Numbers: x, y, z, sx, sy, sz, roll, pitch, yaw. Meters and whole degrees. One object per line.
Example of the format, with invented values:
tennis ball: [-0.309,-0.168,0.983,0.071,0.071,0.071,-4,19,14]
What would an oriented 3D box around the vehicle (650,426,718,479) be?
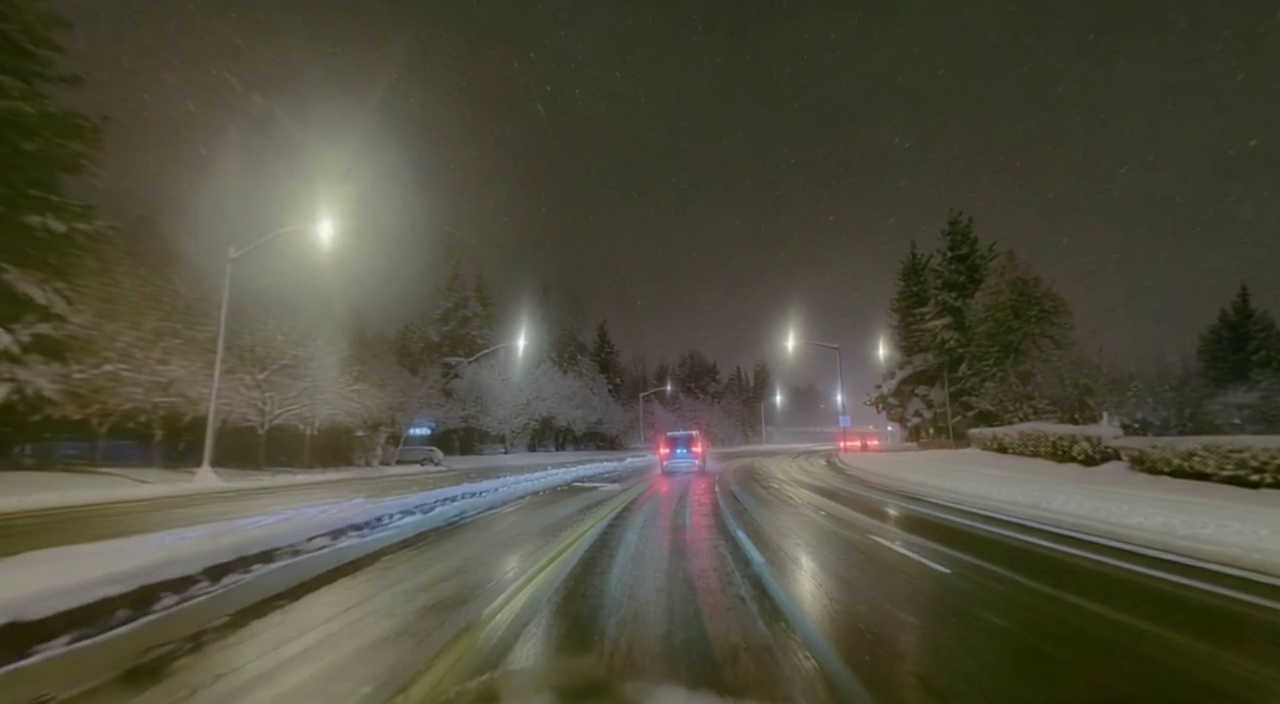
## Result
vehicle: [1.965,4.167,26.273,2.371,1.926,5.615,-1,-9,8]
